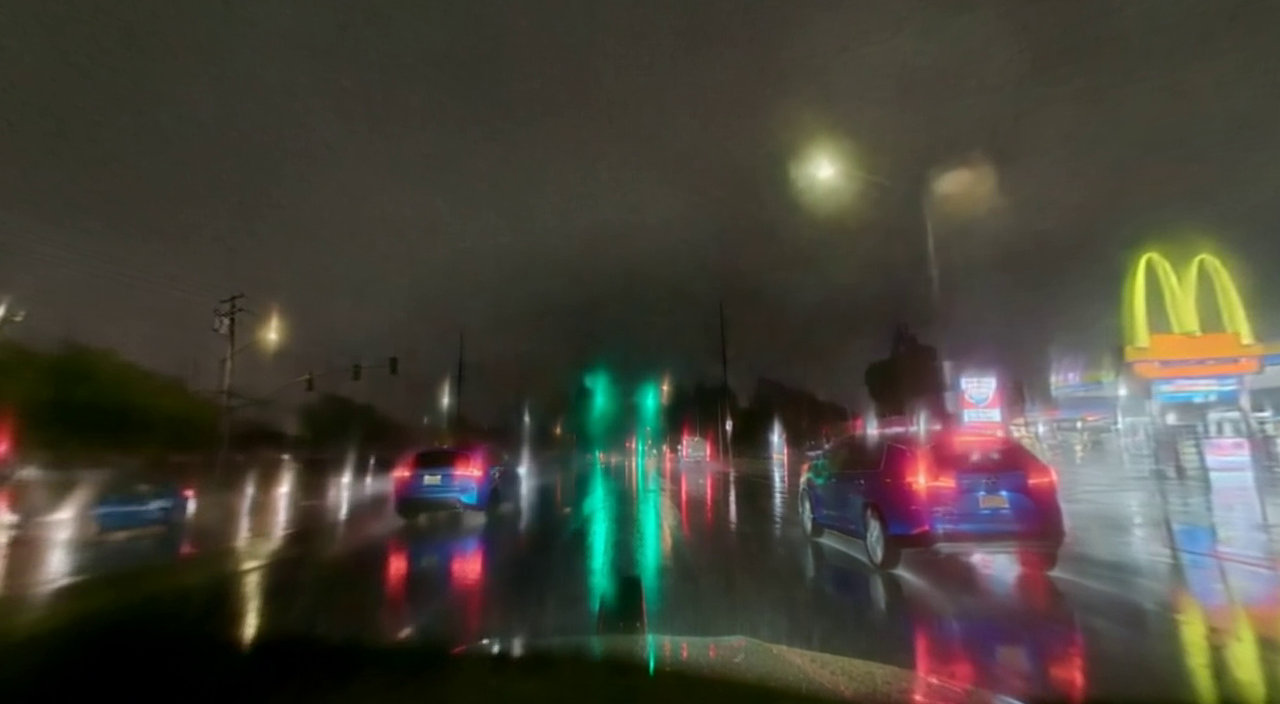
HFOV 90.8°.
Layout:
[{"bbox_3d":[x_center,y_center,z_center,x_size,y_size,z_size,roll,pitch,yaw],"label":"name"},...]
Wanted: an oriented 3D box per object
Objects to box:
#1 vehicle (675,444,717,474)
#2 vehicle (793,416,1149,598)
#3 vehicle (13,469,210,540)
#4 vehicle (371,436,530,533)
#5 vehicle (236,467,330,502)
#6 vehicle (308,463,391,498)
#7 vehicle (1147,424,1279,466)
[{"bbox_3d":[3.329,6.444,38.308,2.066,1.699,4.419,0,-9,-1],"label":"vehicle"},{"bbox_3d":[3.617,1.769,8.146,2.085,1.655,4.459,0,-9,-1],"label":"vehicle"},{"bbox_3d":[-14.178,4.058,17.337,1.851,1.540,4.025,0,-9,1],"label":"vehicle"},{"bbox_3d":[-3.572,2.563,12.816,1.935,1.617,4.045,0,-9,0],"label":"vehicle"},{"bbox_3d":[-17.666,6.555,31.563,1.968,1.476,4.598,0,-9,1],"label":"vehicle"},{"bbox_3d":[-14.161,6.261,31.156,1.861,1.472,4.543,0,-9,1],"label":"vehicle"},{"bbox_3d":[23.015,3.746,25.326,1.821,1.516,4.163,1,-8,-2],"label":"vehicle"}]
